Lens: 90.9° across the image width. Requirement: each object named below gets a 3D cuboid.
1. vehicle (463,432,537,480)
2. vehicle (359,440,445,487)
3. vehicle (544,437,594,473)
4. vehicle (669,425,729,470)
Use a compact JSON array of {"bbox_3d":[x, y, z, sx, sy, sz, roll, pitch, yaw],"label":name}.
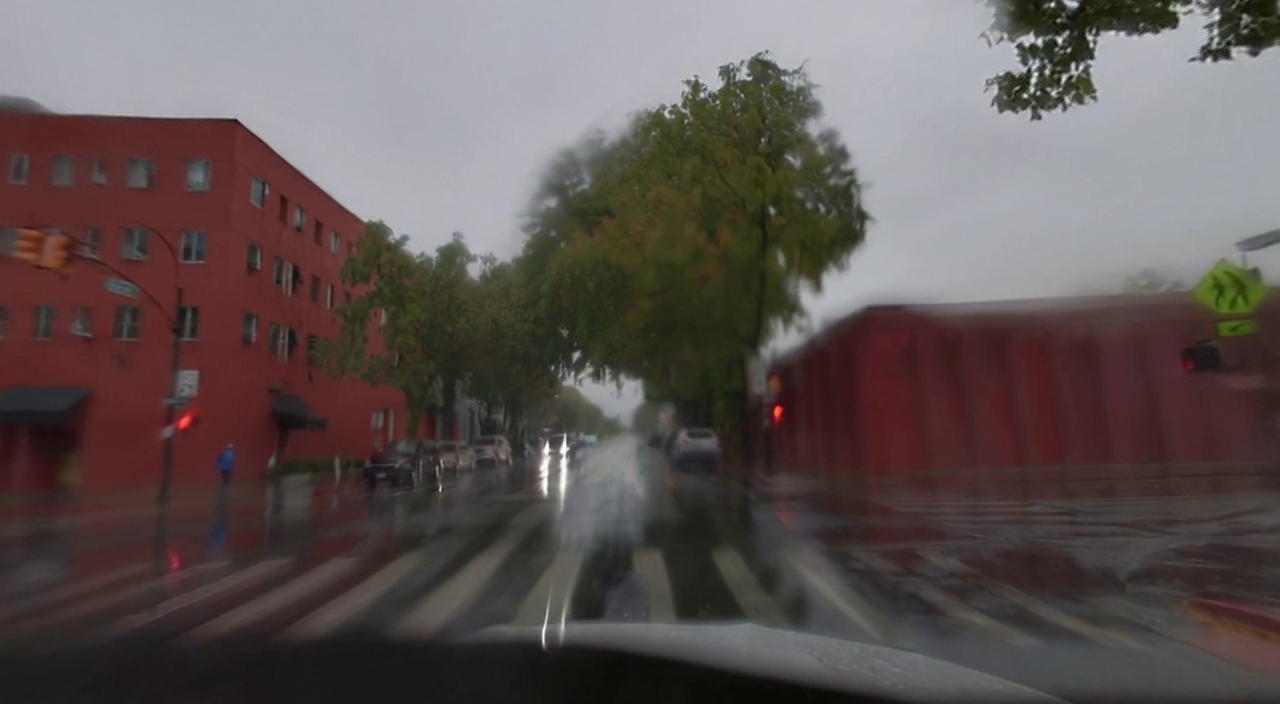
[{"bbox_3d":[-5.987,4.499,27.577,2.242,1.887,4.924,0,-8,-2],"label":"vehicle"},{"bbox_3d":[-9.917,4.651,26.696,2.216,1.804,4.526,1,-8,-5],"label":"vehicle"},{"bbox_3d":[-3.296,4.852,29.879,2.033,1.596,4.142,0,-8,-2],"label":"vehicle"},{"bbox_3d":[3.071,5.155,34.146,2.557,2.188,5.164,0,-8,-2],"label":"vehicle"}]
